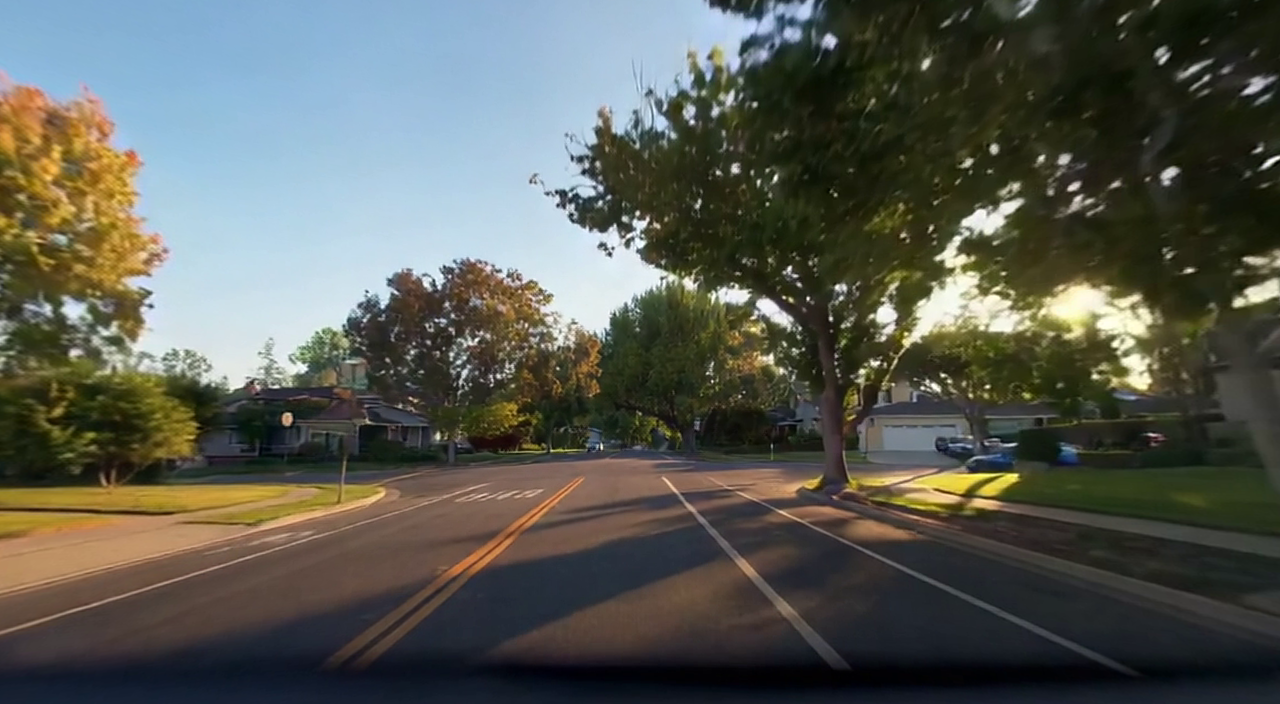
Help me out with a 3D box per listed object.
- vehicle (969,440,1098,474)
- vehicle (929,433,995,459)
[{"bbox_3d":[17.507,4.679,28.281,4.368,1.457,2.031,0,-8,1],"label":"vehicle"},{"bbox_3d":[22.886,6.647,45.088,1.879,1.584,4.761,1,-6,-5],"label":"vehicle"}]
